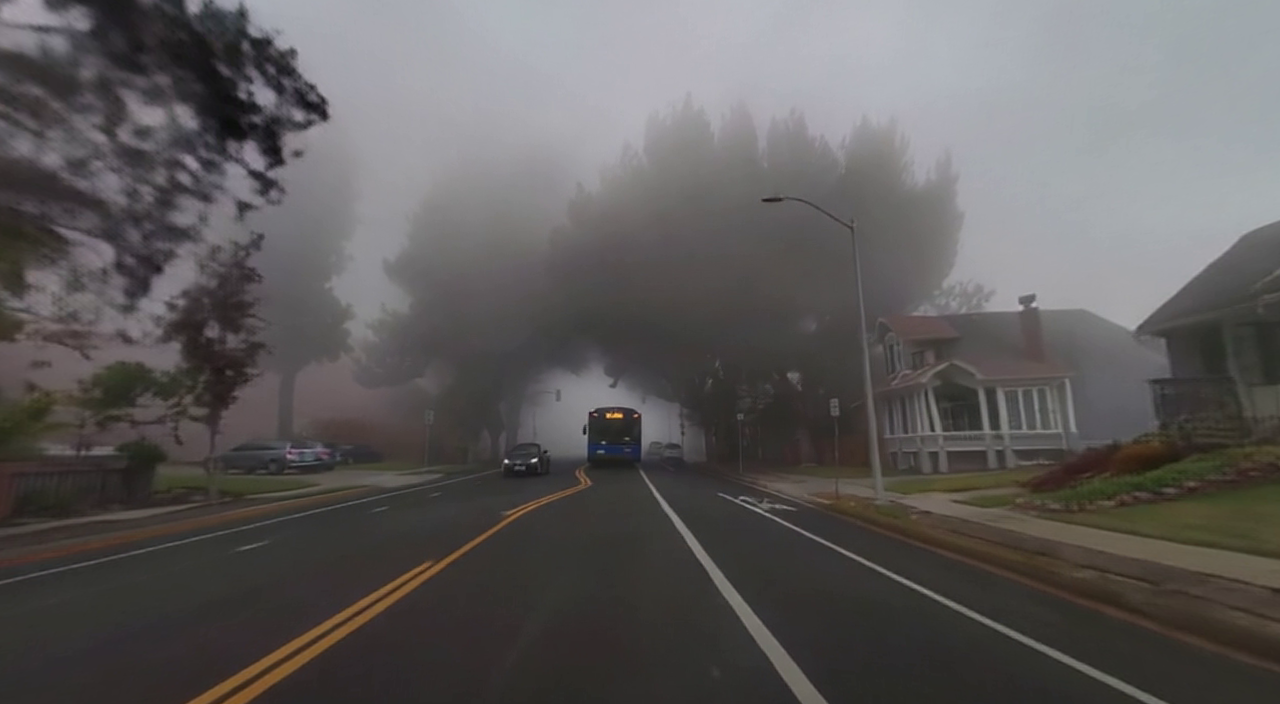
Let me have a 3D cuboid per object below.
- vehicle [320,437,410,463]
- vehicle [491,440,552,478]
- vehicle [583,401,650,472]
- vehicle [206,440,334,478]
[{"bbox_3d":[-17.279,6.215,39.903,4.778,1.565,1.919,0,-11,-2],"label":"vehicle"},{"bbox_3d":[-4.974,4.544,27.041,1.925,1.489,4.235,0,-8,-2],"label":"vehicle"},{"bbox_3d":[-1.164,4.946,36.724,3.031,3.200,13.052,3,-8,0],"label":"vehicle"},{"bbox_3d":[-16.352,4.738,28.111,4.481,1.591,1.807,0,-8,-3],"label":"vehicle"}]
